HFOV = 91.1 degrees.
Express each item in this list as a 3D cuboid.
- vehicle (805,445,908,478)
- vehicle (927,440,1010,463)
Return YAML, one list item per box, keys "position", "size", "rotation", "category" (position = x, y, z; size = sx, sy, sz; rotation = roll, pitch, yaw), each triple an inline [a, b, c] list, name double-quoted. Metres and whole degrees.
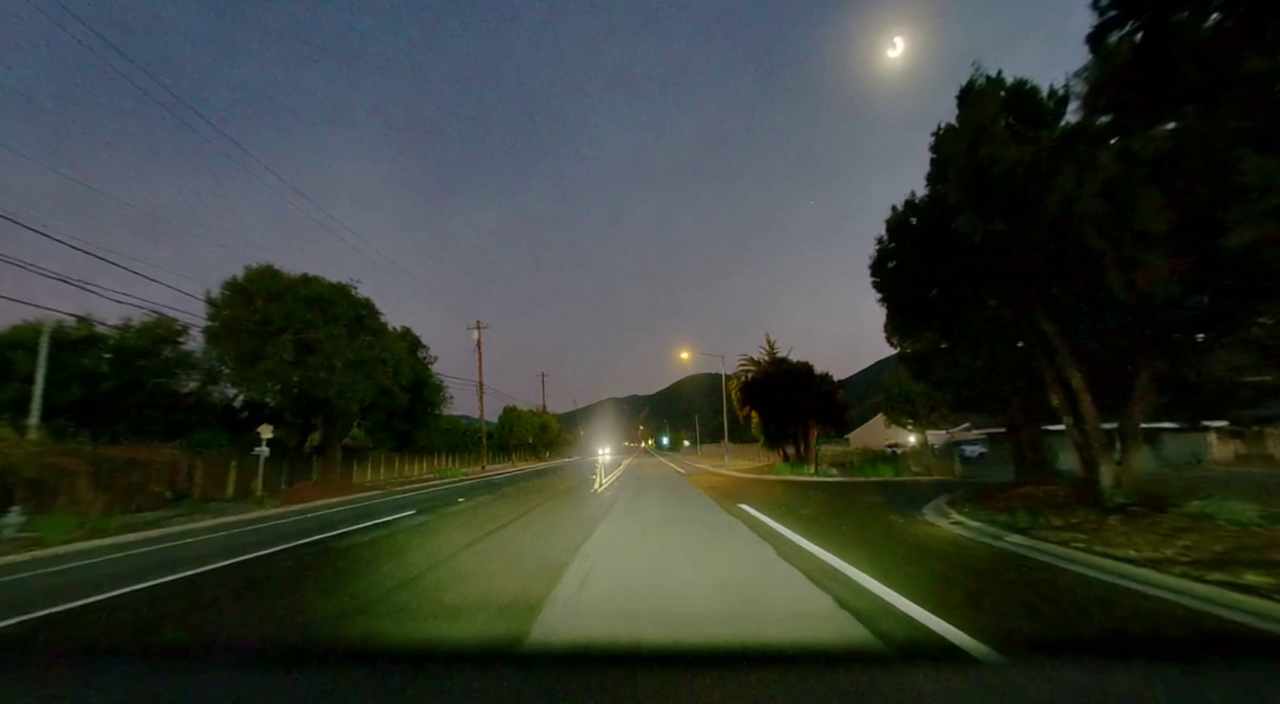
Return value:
- position: [10.574, 5.327, 30.751]
  size: [4.540, 1.505, 2.021]
  rotation: [-3, -9, 21]
  category: "vehicle"
- position: [22.277, 6.765, 42.711]
  size: [4.490, 1.470, 1.979]
  rotation: [0, -8, 3]
  category: "vehicle"
